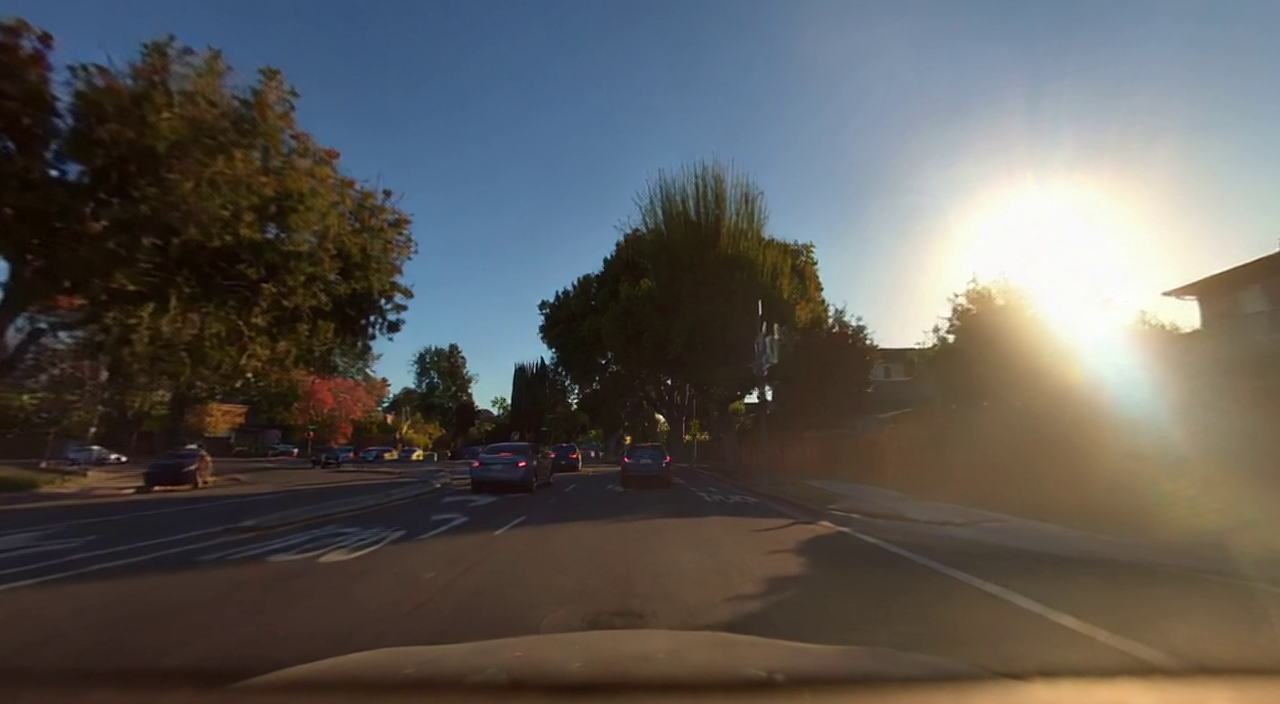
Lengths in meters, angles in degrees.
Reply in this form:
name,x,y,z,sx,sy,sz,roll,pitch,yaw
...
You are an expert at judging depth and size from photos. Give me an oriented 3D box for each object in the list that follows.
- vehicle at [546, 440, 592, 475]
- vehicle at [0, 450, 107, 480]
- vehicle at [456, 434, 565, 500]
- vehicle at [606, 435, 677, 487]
name,x,y,z,sx,sy,sz,roll,pitch,yaw
vehicle,-3.382,5.005,30.055,1.986,1.561,3.805,1,-8,-6
vehicle,-34.380,6.542,36.325,4.724,1.597,2.191,2,-8,-11
vehicle,-3.674,3.324,18.906,2.067,1.546,4.988,3,-7,1
vehicle,0.022,3.801,22.237,2.290,1.653,4.127,1,-8,-1
